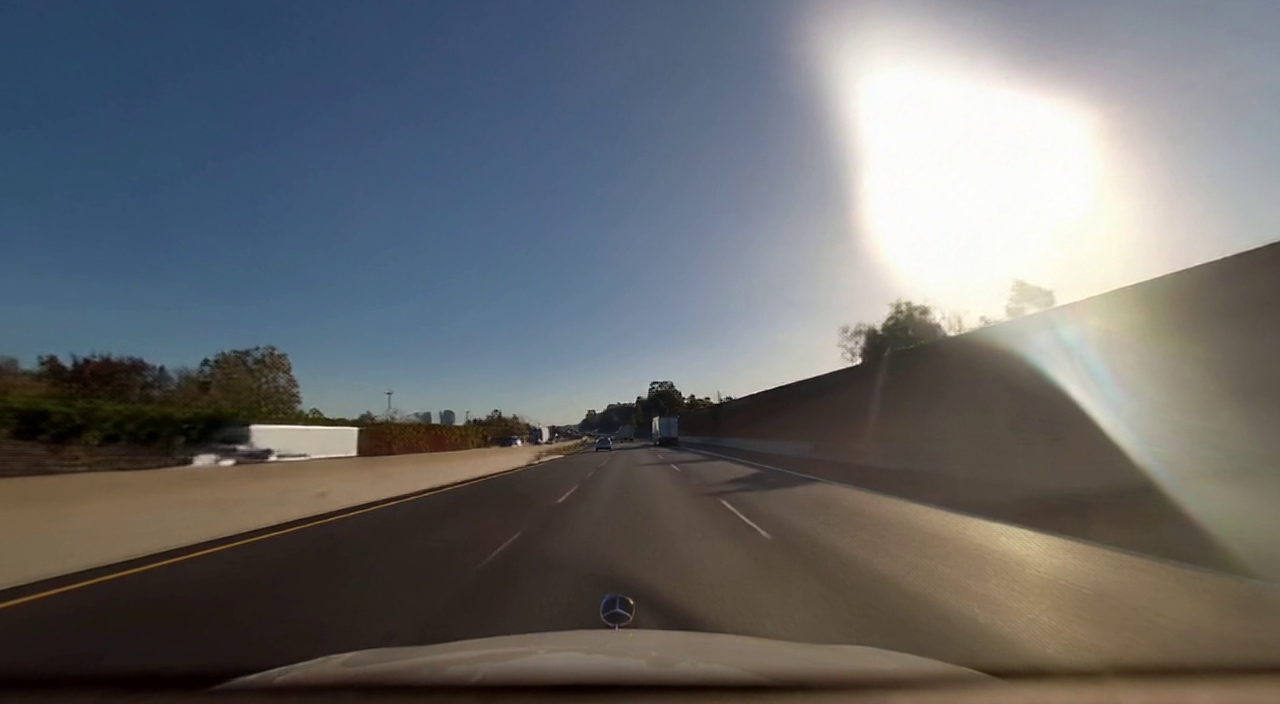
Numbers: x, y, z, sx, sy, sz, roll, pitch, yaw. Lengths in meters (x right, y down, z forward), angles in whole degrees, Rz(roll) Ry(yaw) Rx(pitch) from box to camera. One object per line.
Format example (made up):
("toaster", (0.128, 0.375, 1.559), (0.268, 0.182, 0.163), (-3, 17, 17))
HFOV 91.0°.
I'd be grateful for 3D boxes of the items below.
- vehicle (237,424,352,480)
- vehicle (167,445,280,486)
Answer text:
("vehicle", (-20.275, 5.890, 37.553), (2.645, 2.971, 7.289), (-1, -8, 0))
("vehicle", (-20.004, 5.418, 30.548), (2.098, 1.777, 4.982), (-1, -8, 0))
